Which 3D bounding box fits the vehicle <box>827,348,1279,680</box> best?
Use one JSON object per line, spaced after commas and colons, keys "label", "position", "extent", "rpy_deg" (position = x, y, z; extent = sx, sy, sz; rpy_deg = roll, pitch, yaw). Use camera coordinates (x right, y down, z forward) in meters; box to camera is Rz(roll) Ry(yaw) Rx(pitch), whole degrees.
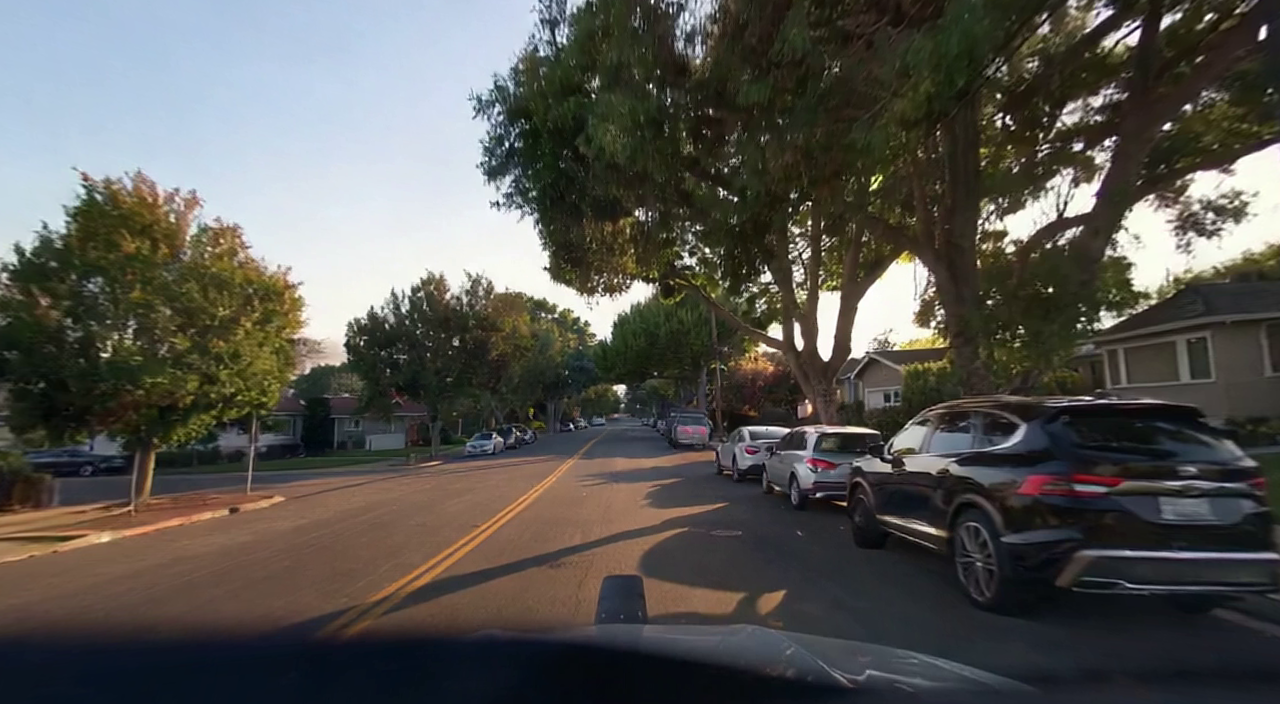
{"label": "vehicle", "position": [3.671, 1.248, 6.024], "extent": [2.208, 1.863, 4.799], "rpy_deg": [0, -8, -1]}

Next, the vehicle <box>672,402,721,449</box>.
{"label": "vehicle", "position": [3.027, 4.139, 34.968], "extent": [2.233, 2.453, 3.787], "rpy_deg": [0, -8, -2]}

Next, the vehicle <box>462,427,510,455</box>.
{"label": "vehicle", "position": [-8.468, 4.957, 35.105], "extent": [1.821, 1.476, 4.060], "rpy_deg": [0, -8, -3]}

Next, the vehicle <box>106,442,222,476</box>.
{"label": "vehicle", "position": [-22.615, 5.065, 30.256], "extent": [1.813, 1.499, 4.321], "rpy_deg": [-1, -8, 8]}

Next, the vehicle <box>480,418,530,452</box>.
{"label": "vehicle", "position": [-8.610, 5.327, 40.696], "extent": [2.163, 1.841, 4.679], "rpy_deg": [-6, -7, -1]}
